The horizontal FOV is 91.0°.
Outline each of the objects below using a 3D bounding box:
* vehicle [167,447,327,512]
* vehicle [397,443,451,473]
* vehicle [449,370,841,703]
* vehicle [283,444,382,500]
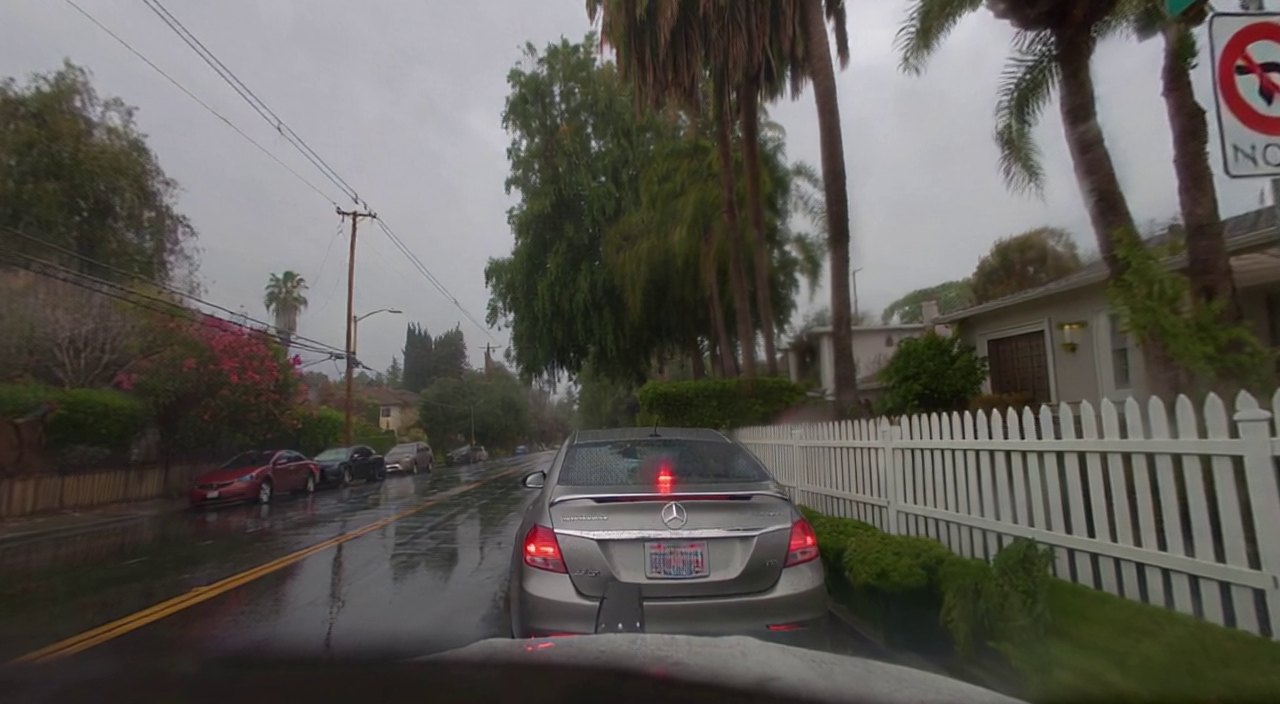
[{"bbox_3d":[-11.398,3.662,18.793,2.017,1.627,5.039,1,-8,-7],"label":"vehicle"},{"bbox_3d":[-13.174,6.472,38.710,2.060,1.689,4.999,1,-8,-7],"label":"vehicle"},{"bbox_3d":[-0.135,1.216,4.998,1.894,1.695,3.795,1,-8,-6],"label":"vehicle"},{"bbox_3d":[-12.156,4.711,25.250,2.048,1.485,4.757,-4,-4,-7],"label":"vehicle"}]
